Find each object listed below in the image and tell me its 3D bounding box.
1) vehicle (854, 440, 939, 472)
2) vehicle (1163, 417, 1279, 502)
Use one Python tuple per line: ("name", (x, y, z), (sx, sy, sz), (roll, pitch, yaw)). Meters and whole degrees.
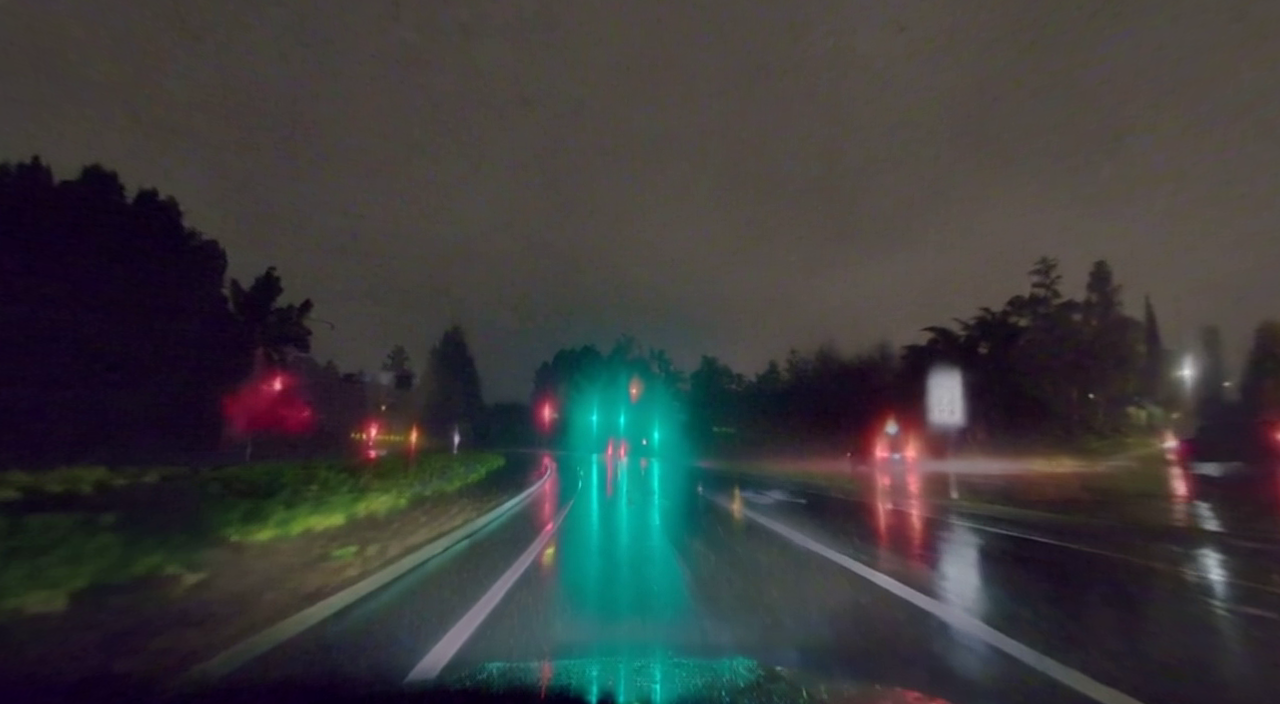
("vehicle", (15.683, 6.365, 38.741), (4.457, 1.724, 1.871), (3, -9, -2))
("vehicle", (23.821, 4.228, 25.206), (2.236, 2.968, 6.014), (-3, -9, 18))
